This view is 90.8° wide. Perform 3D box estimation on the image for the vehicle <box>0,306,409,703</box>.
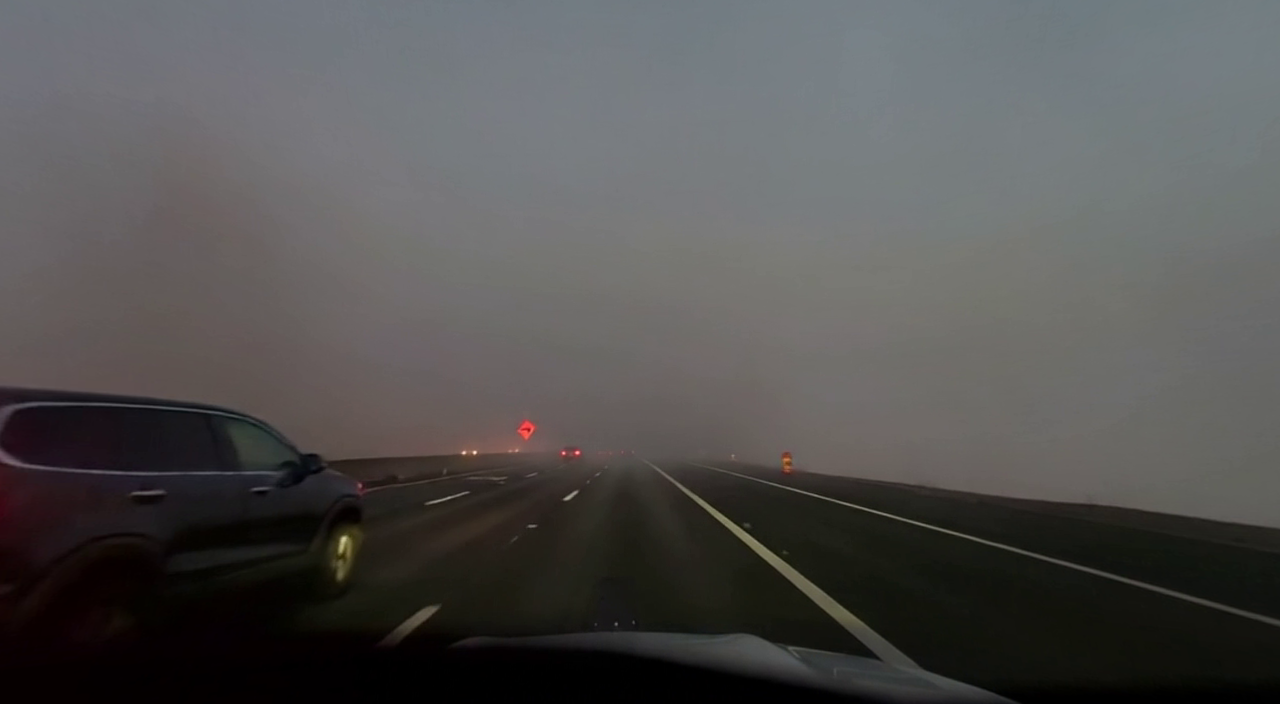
[{"bbox_3d":[-3.056,0.915,3.212,2.103,1.715,4.371,0,-9,0],"label":"vehicle"}]
